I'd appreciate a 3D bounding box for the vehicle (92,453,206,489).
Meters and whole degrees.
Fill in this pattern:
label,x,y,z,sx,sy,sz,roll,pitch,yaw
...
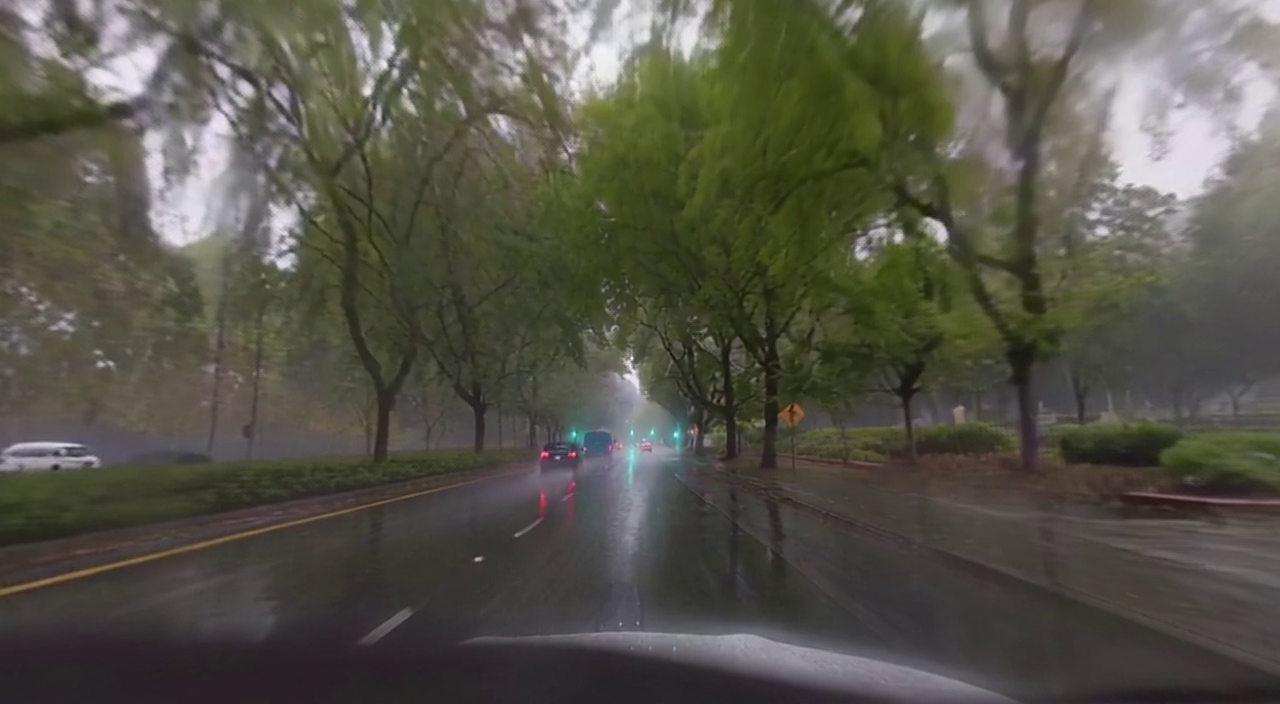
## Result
label,x,y,z,sx,sy,sz,roll,pitch,yaw
vehicle,-22.862,5.517,29.664,1.817,1.499,4.440,0,-8,-1

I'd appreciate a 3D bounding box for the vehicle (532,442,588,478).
label,x,y,z,sx,sy,sz,roll,pitch,yaw
vehicle,-3.526,4.825,28.512,2.009,1.473,4.028,0,-8,-1

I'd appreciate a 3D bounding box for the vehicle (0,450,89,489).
label,x,y,z,sx,sy,sz,roll,pitch,yaw
vehicle,-32.681,6.320,33.676,2.140,1.763,5.276,2,-14,-6
